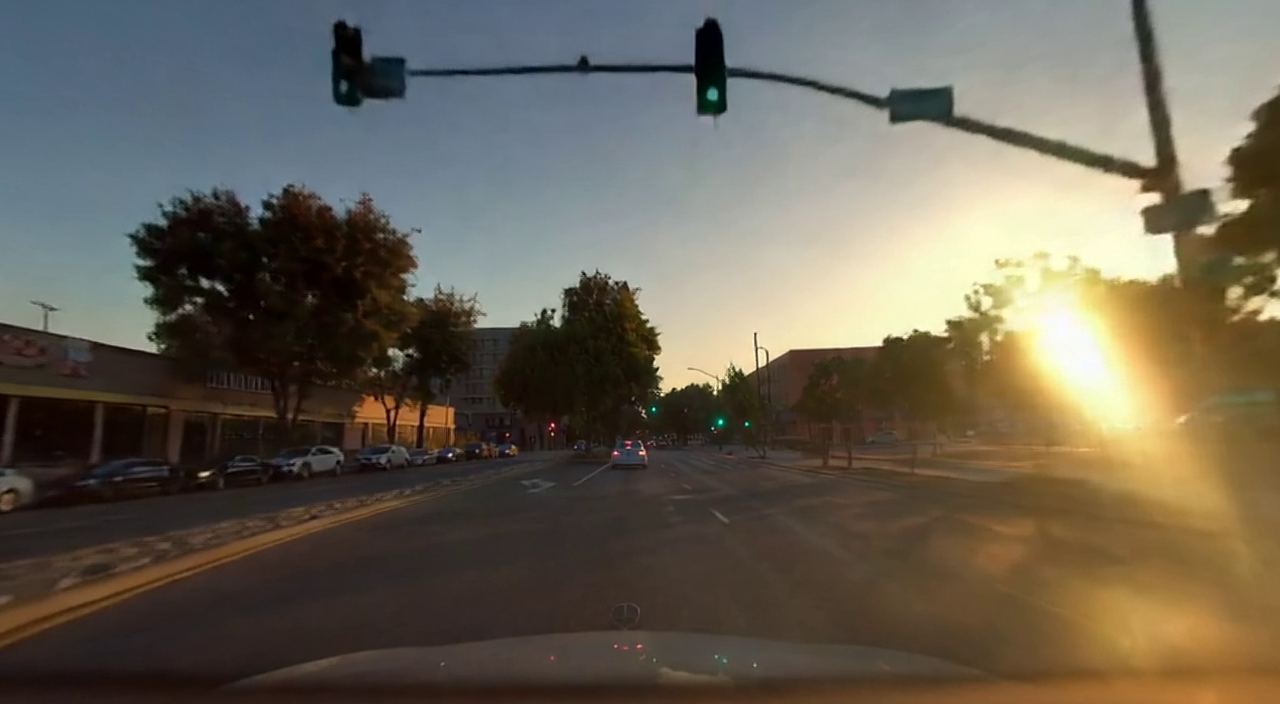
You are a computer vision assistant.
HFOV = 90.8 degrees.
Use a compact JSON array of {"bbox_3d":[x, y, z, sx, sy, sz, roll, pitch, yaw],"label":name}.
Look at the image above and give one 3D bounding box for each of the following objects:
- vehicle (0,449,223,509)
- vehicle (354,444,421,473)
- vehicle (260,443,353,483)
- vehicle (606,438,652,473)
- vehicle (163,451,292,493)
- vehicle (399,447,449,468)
[{"bbox_3d":[-15.557,3.706,19.046,2.098,1.524,5.102,-1,-9,6],"label":"vehicle"},{"bbox_3d":[-15.756,6.638,39.726,2.130,1.692,4.734,-1,-9,2],"label":"vehicle"},{"bbox_3d":[-15.707,5.248,30.030,1.981,1.755,4.113,-1,-10,3],"label":"vehicle"},{"bbox_3d":[-0.500,4.864,29.758,2.045,1.510,3.690,0,-9,0],"label":"vehicle"},{"bbox_3d":[-15.571,4.508,24.216,1.980,1.427,4.449,0,-9,-1],"label":"vehicle"},{"bbox_3d":[-15.816,7.733,46.457,1.931,1.455,5.023,0,-9,0],"label":"vehicle"}]
